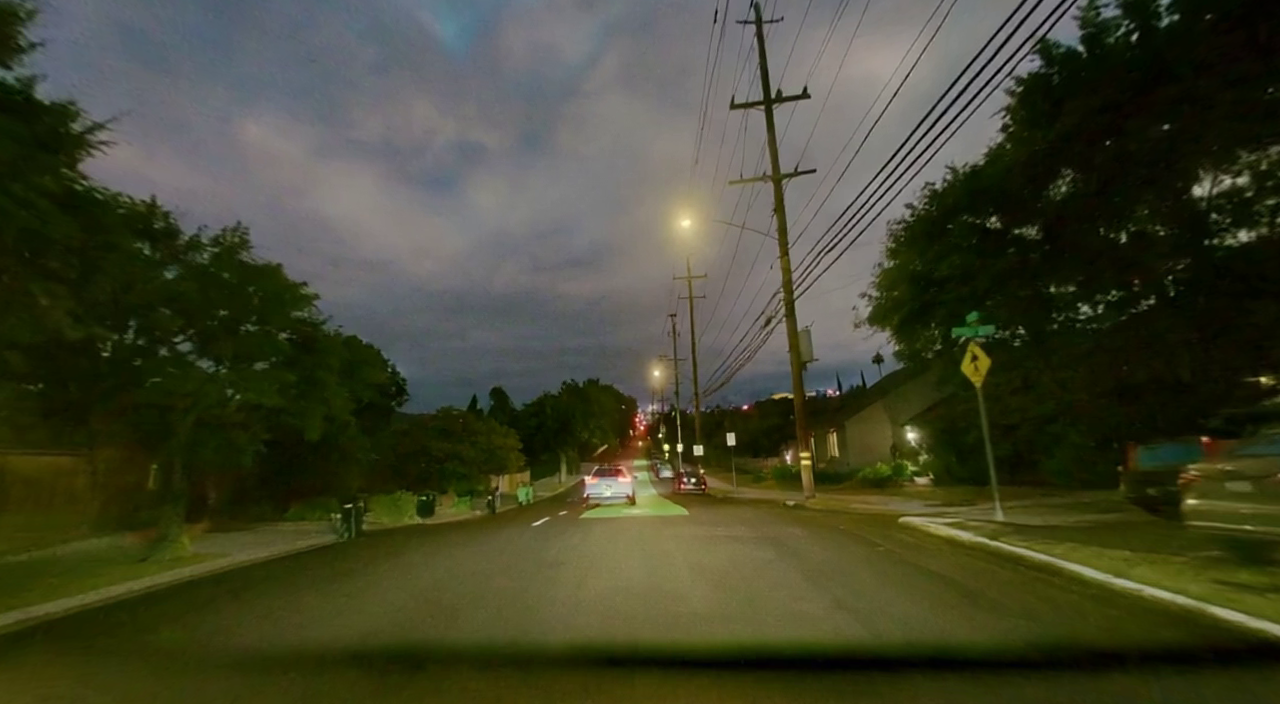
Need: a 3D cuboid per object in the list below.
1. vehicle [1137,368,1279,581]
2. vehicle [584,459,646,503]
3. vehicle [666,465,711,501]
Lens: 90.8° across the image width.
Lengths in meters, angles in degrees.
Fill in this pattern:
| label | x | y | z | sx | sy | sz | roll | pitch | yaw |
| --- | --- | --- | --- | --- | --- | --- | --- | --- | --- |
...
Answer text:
| label | x | y | z | sx | sy | sz | roll | pitch | yaw |
| --- | --- | --- | --- | --- | --- | --- | --- | --- | --- |
| vehicle | 7.244 | 1.018 | 5.361 | 4.755 | 1.611 | 1.885 | 1 | -9 | -9 |
| vehicle | -0.953 | 5.269 | 25.658 | 2.235 | 1.500 | 4.496 | -2 | -12 | -1 |
| vehicle | 2.568 | 7.054 | 34.351 | 1.909 | 1.694 | 4.472 | 0 | -9 | -3 |
